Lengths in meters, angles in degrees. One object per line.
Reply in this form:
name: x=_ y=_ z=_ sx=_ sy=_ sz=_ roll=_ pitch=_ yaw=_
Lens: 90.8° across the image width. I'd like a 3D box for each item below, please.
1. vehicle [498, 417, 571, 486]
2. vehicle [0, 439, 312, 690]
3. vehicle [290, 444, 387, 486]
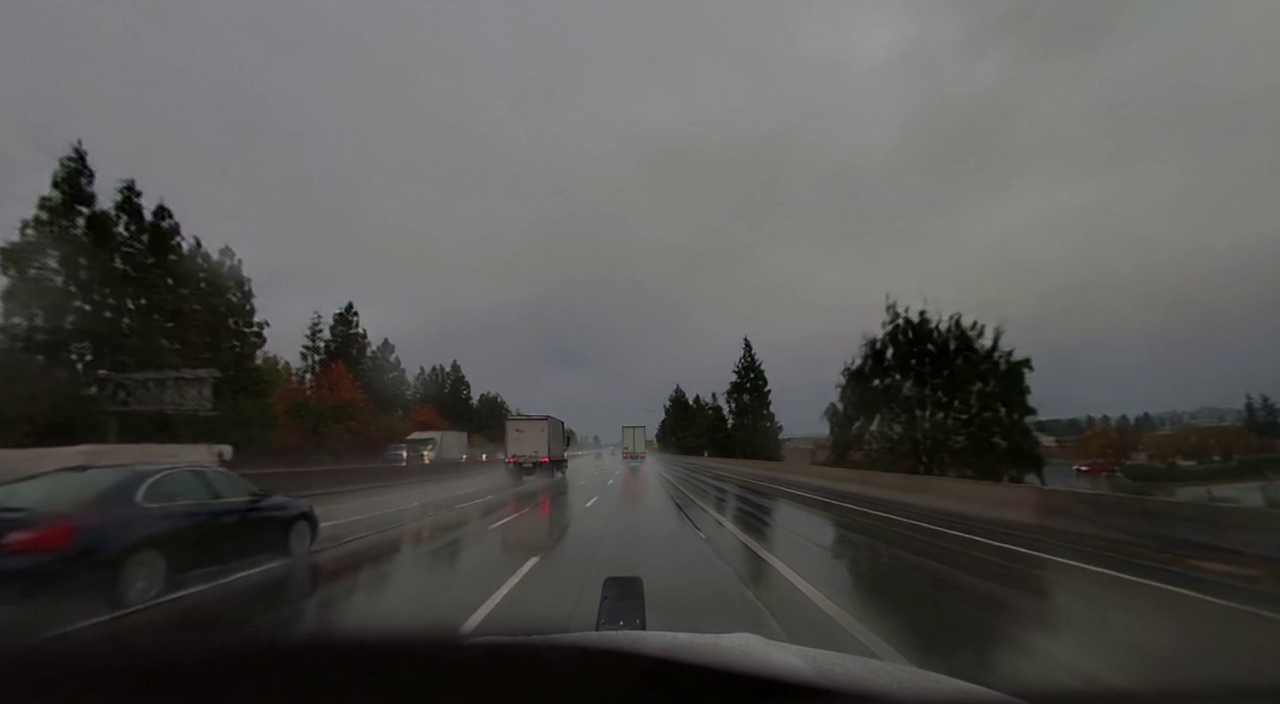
vehicle: x=-4.685 y=4.595 z=29.277 sx=2.368 sy=2.813 sz=6.329 roll=0 pitch=-9 yaw=-1
vehicle: x=-4.743 y=1.419 z=4.772 sx=1.979 sy=1.459 sz=4.643 roll=0 pitch=-9 yaw=1
vehicle: x=-14.030 y=5.286 z=29.768 sx=2.136 sy=1.786 sz=4.844 roll=0 pitch=-9 yaw=0
